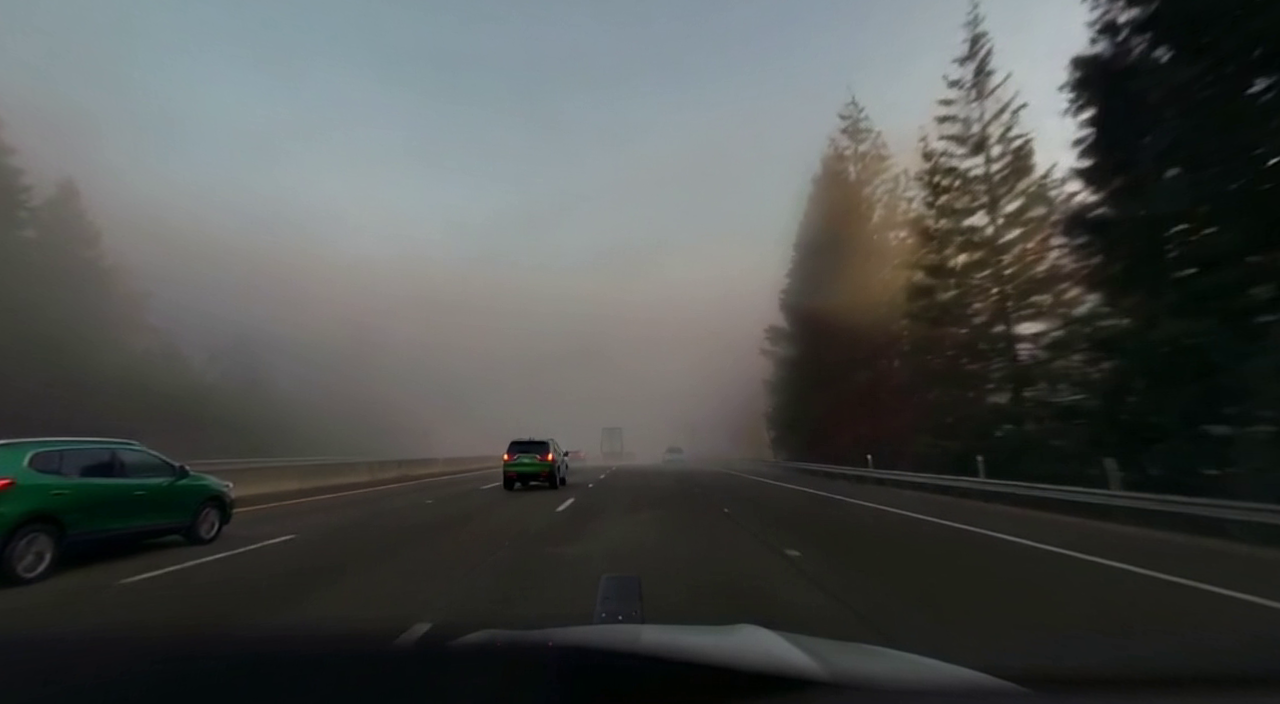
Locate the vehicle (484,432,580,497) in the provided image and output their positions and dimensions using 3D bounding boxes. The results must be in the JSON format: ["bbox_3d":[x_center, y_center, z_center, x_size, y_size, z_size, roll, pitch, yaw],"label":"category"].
[{"bbox_3d":[-3.190,3.426,19.536,2.111,1.742,4.315,1,-9,1],"label":"vehicle"}]

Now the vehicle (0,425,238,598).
[{"bbox_3d":[-6.648,1.557,6.635,1.969,1.520,4.190,1,-9,1],"label":"vehicle"}]
